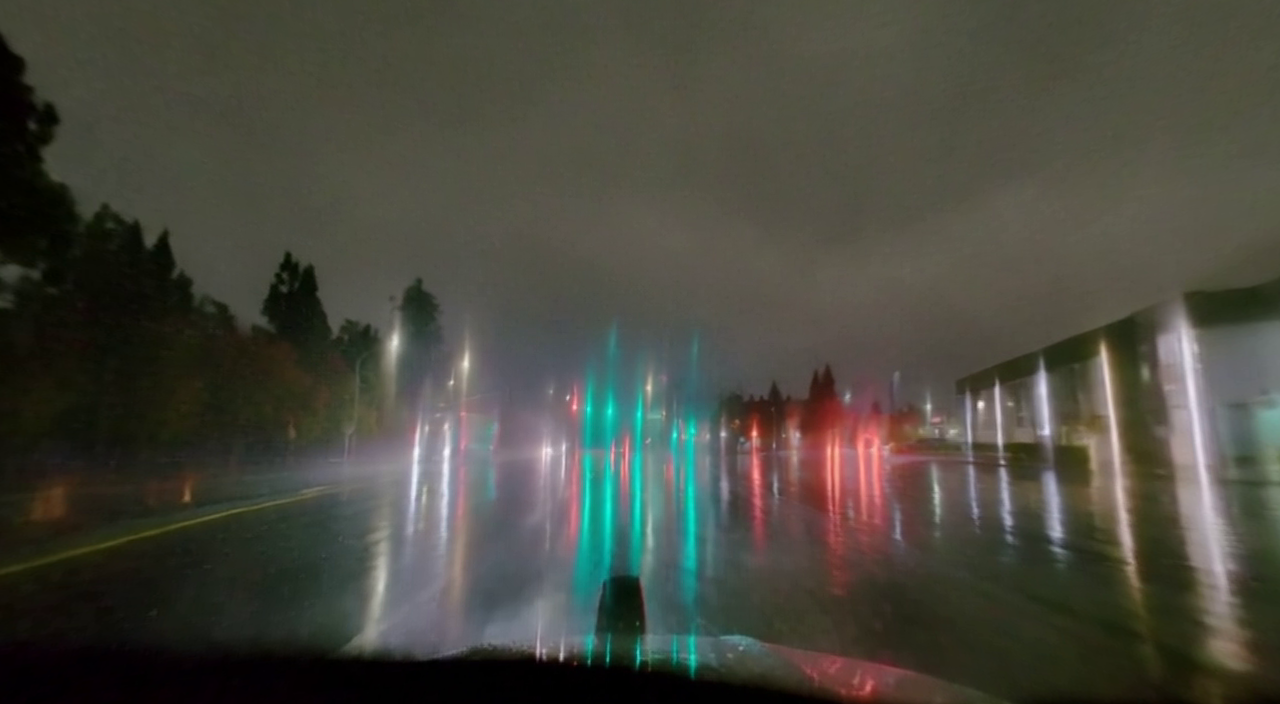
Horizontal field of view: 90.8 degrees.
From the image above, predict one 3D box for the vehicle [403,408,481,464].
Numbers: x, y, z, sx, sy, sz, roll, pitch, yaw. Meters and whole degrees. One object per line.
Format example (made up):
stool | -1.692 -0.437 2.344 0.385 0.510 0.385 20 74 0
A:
vehicle | -15.372 6.685 49.934 3.193 3.952 9.170 0 -8 0
